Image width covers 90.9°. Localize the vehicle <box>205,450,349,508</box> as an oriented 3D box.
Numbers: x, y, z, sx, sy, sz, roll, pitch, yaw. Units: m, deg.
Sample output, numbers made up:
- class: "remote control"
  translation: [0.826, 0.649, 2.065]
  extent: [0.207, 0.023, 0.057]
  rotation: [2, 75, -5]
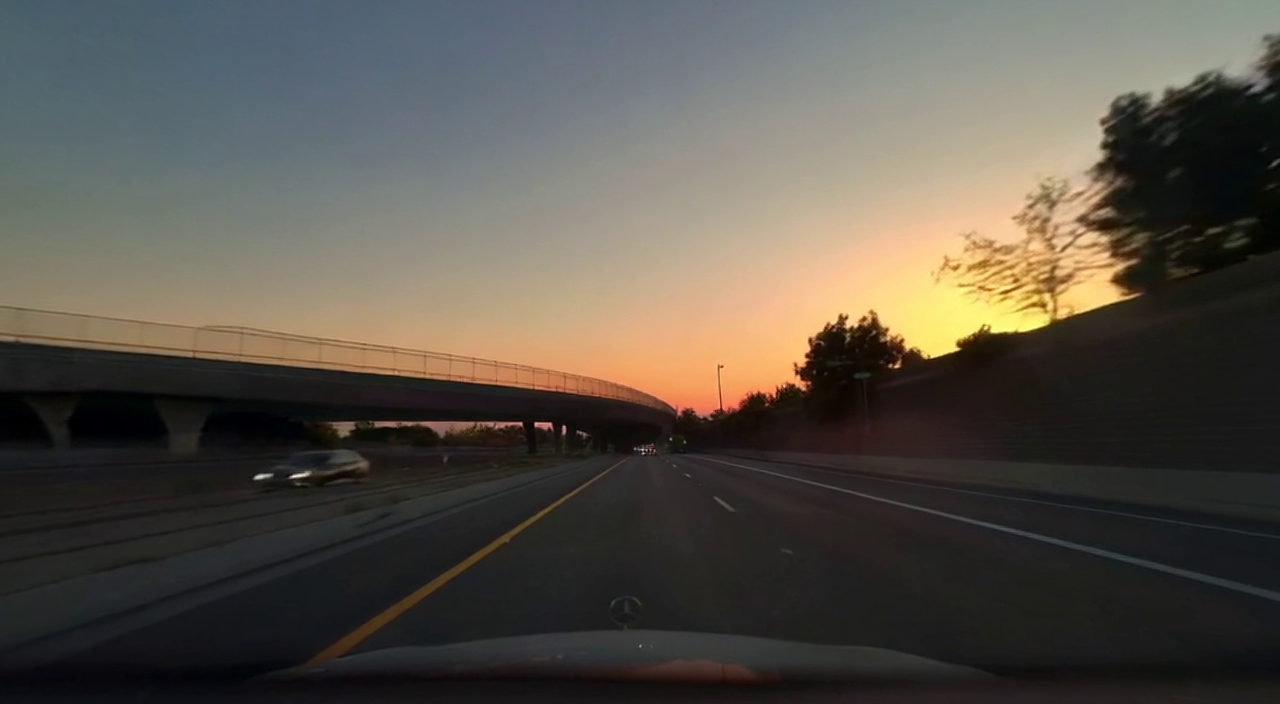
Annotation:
- class: "vehicle"
  translation: [-10.522, 3.676, 18.688]
  extent: [1.750, 1.465, 4.091]
  rotation: [-1, -8, 1]
